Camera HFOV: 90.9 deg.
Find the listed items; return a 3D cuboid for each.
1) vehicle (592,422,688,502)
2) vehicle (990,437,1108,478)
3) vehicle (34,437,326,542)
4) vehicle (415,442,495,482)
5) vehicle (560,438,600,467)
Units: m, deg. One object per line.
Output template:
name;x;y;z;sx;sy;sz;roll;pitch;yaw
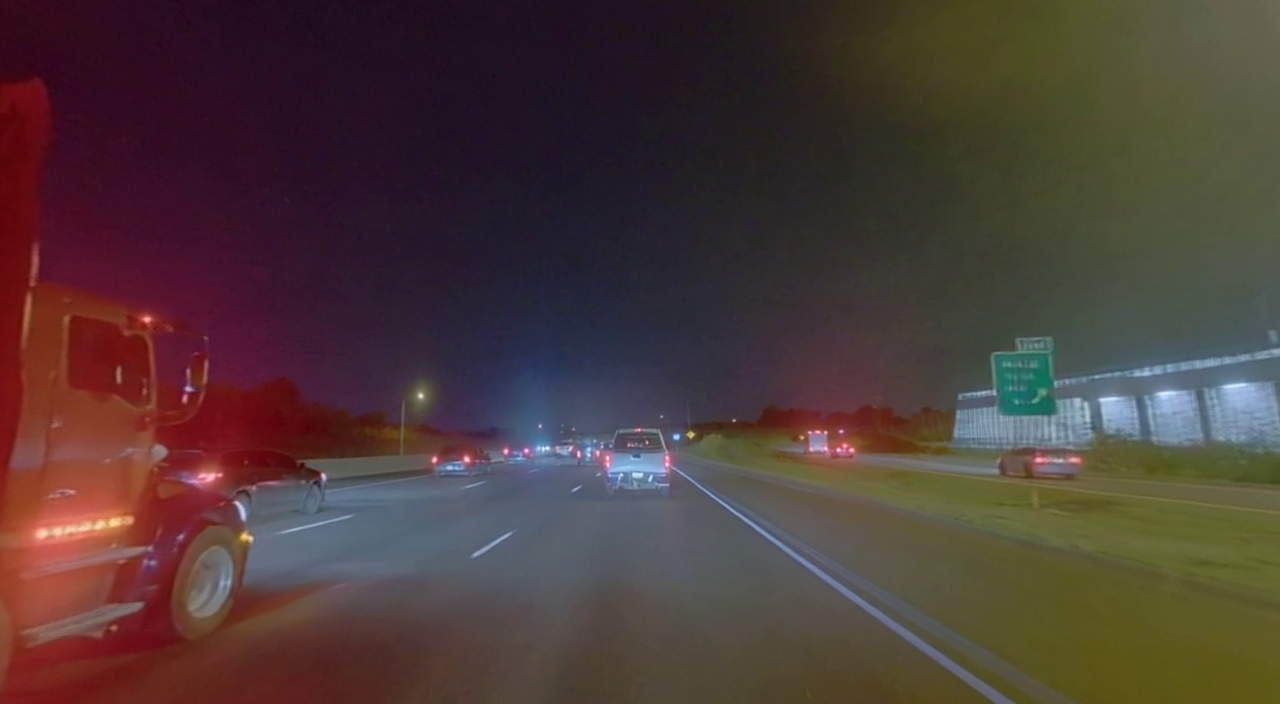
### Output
vehicle;0.000;2.774;16.194;2.152;1.779;3.924;0;-9;0
vehicle;16.292;4.230;25.502;1.918;1.472;4.782;-1;-9;5
vehicle;-7.602;2.271;11.118;1.864;1.458;4.295;0;-9;0
vehicle;-7.374;4.416;25.590;1.869;1.466;4.217;0;-9;1
vehicle;-3.549;6.041;38.164;1.952;1.649;4.131;0;-9;1
